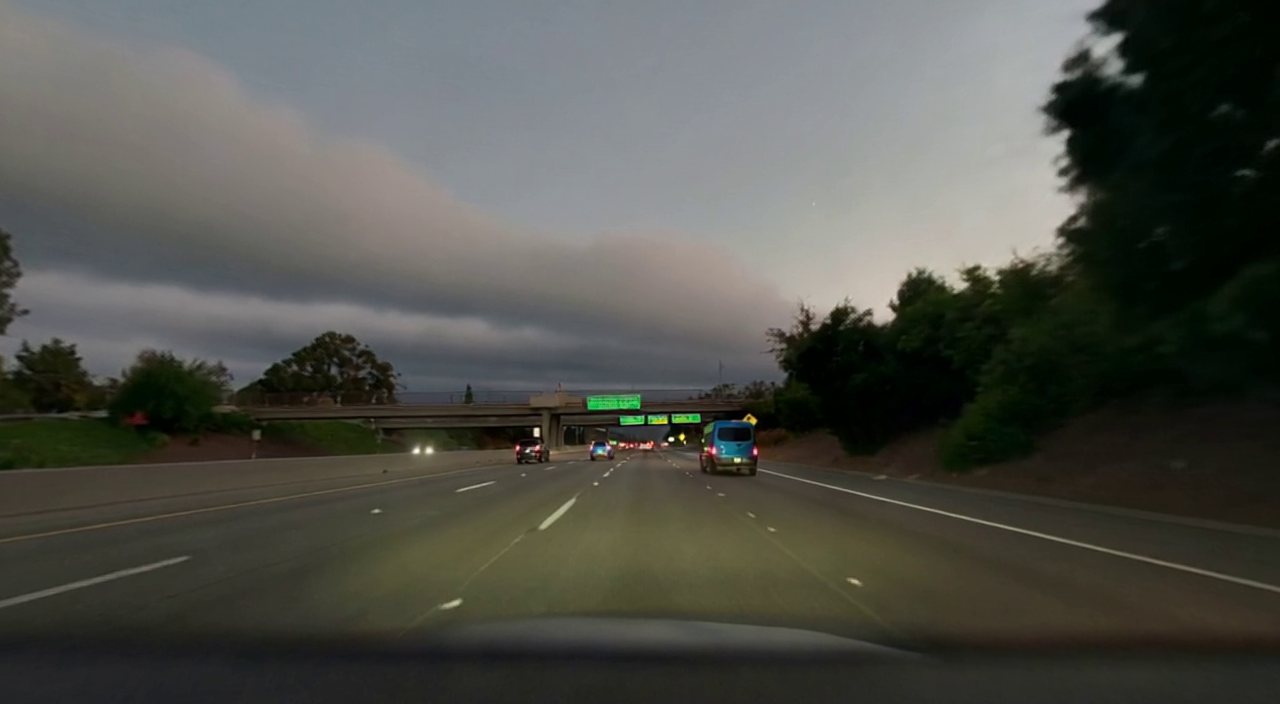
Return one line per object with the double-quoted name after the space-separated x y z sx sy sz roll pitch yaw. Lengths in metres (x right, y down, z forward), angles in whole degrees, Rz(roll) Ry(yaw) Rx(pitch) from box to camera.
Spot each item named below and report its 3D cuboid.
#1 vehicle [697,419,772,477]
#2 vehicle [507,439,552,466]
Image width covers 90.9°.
3.932 4.154 27.393 2.347 2.234 5.352 0 -8 -1 "vehicle"
-7.261 6.630 41.796 2.068 1.632 4.623 0 -8 1 "vehicle"
